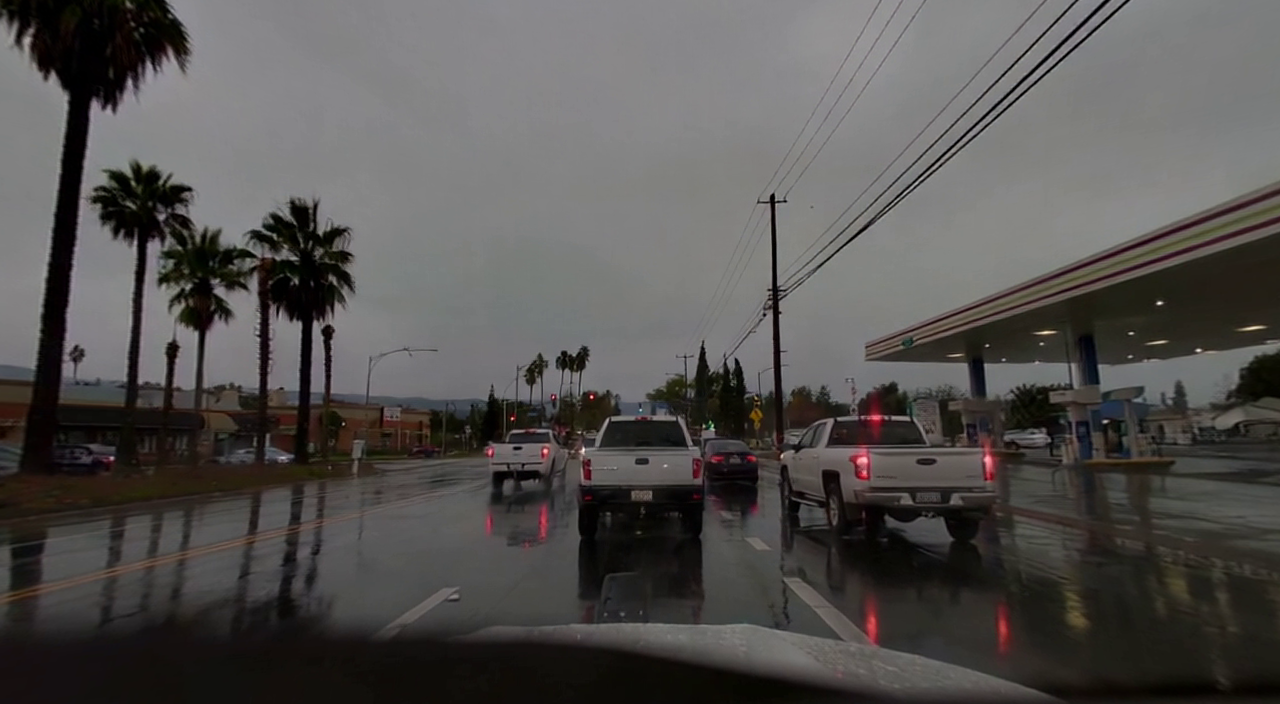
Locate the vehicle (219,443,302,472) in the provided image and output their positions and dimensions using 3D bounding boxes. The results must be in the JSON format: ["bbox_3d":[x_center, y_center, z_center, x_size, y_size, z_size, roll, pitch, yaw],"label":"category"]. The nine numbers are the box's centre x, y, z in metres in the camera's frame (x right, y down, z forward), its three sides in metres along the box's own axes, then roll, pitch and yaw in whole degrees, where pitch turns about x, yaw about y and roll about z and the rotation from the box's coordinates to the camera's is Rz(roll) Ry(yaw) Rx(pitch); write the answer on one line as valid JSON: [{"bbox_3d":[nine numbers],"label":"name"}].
[{"bbox_3d":[-29.052,8.086,48.456,2.543,2.092,6.613,0,-8,-3],"label":"vehicle"}]

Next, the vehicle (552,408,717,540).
[{"bbox_3d":[-0.015,2.110,11.572,2.295,1.835,5.471,0,-8,1],"label":"vehicle"}]

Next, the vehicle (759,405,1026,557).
[{"bbox_3d":[3.604,1.978,10.465,2.120,1.828,5.531,0,-8,0],"label":"vehicle"}]

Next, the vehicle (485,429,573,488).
[{"bbox_3d":[-3.655,3.612,21.636,2.071,1.811,4.605,0,-8,2],"label":"vehicle"}]

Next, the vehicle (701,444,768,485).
[{"bbox_3d":[3.448,4.167,23.545,1.901,1.401,3.965,0,-8,0],"label":"vehicle"}]
